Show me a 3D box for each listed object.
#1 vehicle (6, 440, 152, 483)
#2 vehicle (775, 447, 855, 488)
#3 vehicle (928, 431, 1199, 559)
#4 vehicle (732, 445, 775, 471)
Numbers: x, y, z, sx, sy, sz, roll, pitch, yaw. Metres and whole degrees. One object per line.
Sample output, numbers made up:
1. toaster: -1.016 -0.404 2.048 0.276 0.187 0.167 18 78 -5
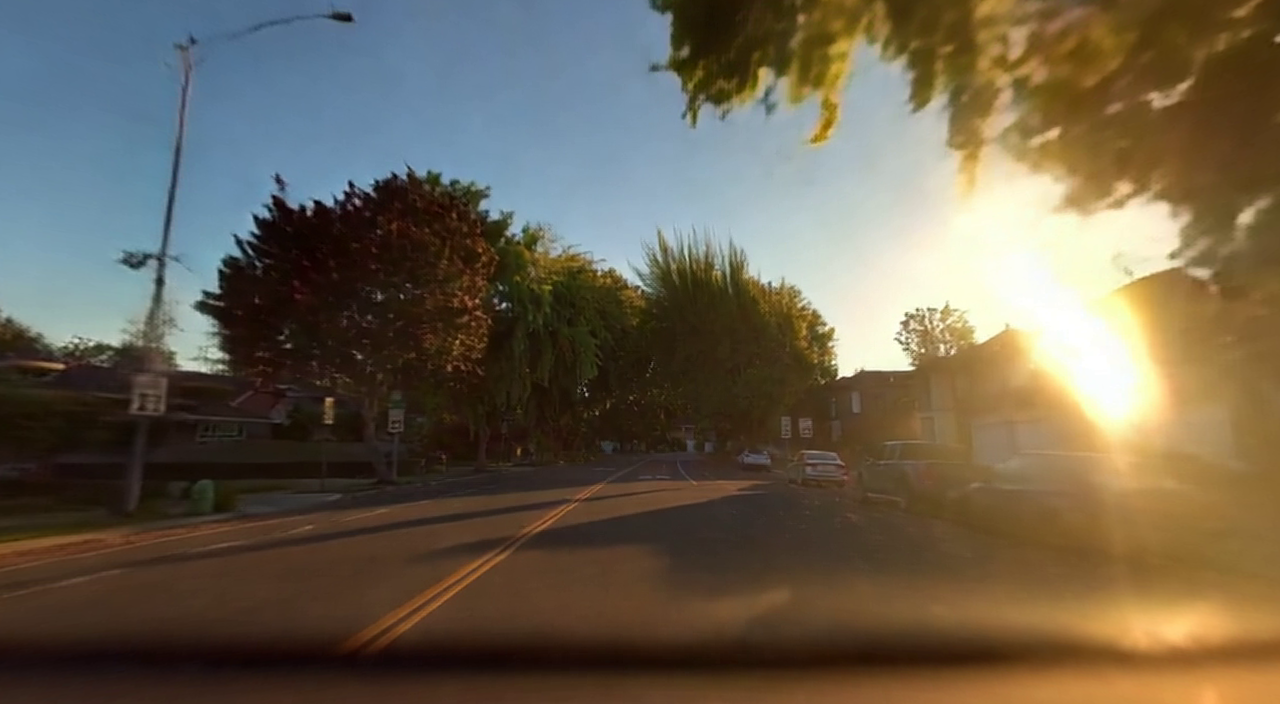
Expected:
1. vehicle: -21.347 4.151 24.299 1.746 1.464 4.040 1 -8 3
2. vehicle: 6.835 4.525 25.121 1.913 1.479 4.209 0 -9 -1
3. vehicle: 6.418 2.167 10.192 1.798 1.669 3.626 0 -9 0
4. vehicle: 7.199 6.743 40.426 1.893 1.543 4.434 0 -9 0
